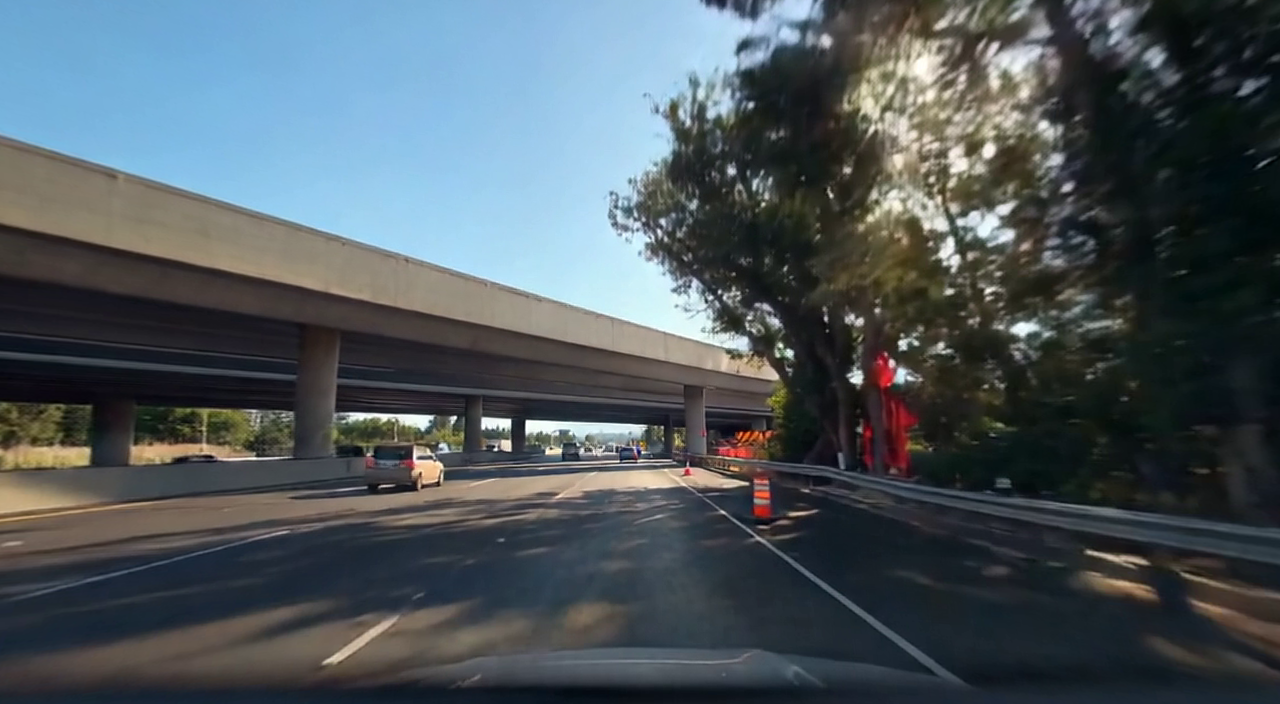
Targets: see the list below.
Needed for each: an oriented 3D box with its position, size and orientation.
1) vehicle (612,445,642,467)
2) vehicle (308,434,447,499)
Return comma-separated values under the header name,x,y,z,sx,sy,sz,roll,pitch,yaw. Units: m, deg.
name,x,y,z,sx,sy,sz,roll,pitch,yaw
vehicle,-0.891,7.362,44.998,2.051,1.459,4.092,0,-9,0
vehicle,-7.275,3.209,18.103,2.128,1.604,4.279,0,-9,0
